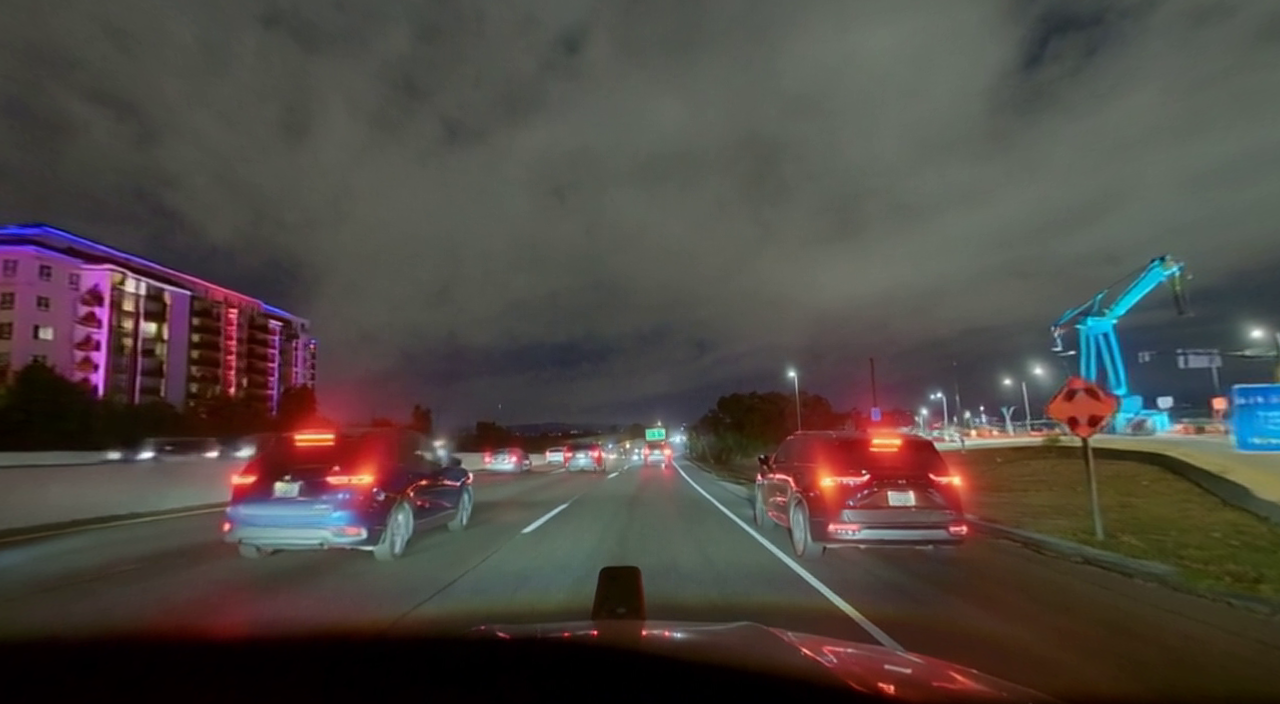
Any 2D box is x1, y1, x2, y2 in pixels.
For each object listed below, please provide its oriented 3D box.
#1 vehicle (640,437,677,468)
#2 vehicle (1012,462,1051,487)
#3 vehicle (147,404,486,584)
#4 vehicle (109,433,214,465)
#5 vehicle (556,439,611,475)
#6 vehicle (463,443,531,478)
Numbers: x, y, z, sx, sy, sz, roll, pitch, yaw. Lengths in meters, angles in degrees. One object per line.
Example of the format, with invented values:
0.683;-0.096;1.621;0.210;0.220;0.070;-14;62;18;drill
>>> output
1.126;6.209;38.934;2.116;1.763;4.352;0;-8;1;vehicle
28.063;8.749;45.219;1.873;1.547;4.240;-4;-9;25;vehicle
-3.689;1.699;8.369;2.045;1.710;4.382;0;-8;2;vehicle
-26.516;5.396;35.169;1.878;1.670;4.803;0;-8;3;vehicle
-2.755;5.271;31.806;2.109;1.657;4.554;0;-8;4;vehicle
-6.583;5.024;29.507;1.959;1.486;4.460;0;-8;2;vehicle
